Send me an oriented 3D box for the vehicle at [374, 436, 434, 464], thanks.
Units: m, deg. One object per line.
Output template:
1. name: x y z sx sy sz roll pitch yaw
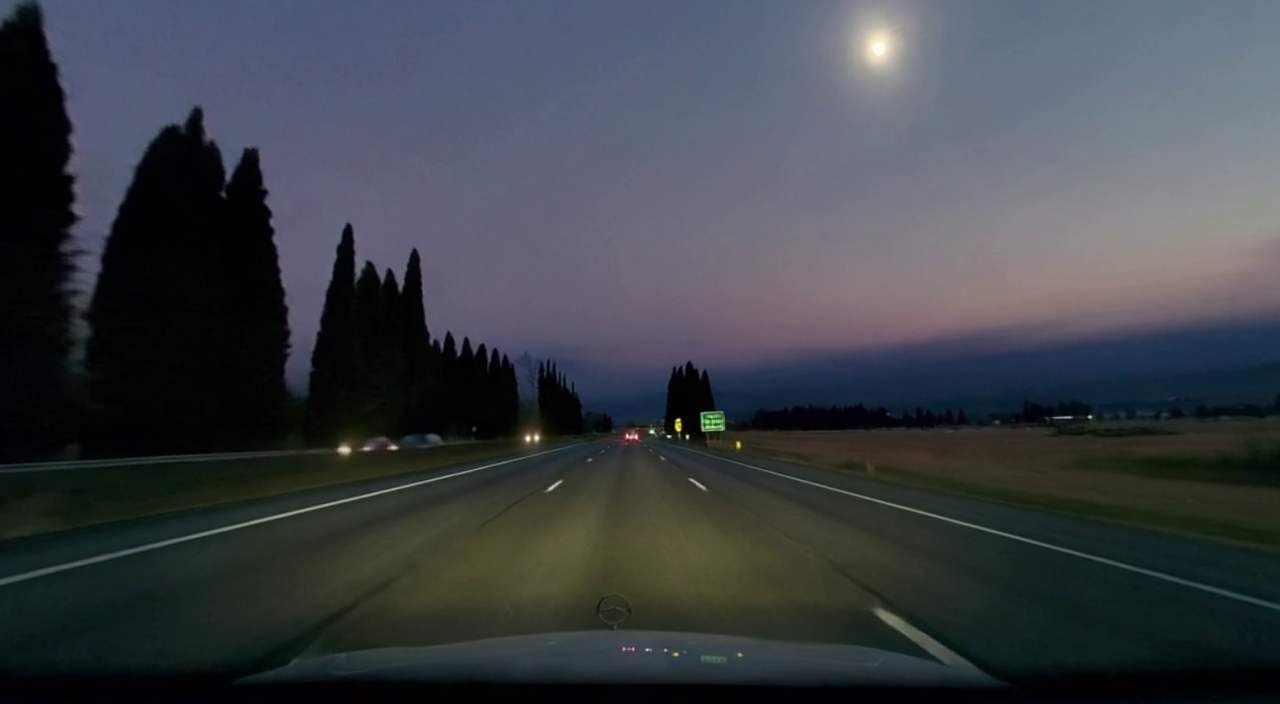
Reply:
1. vehicle: -13.227 5.499 35.504 1.880 1.455 3.792 0 -8 0

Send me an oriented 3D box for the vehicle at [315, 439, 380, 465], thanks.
1. vehicle: -17.706 6.044 38.379 1.915 1.474 4.442 0 -8 -1
